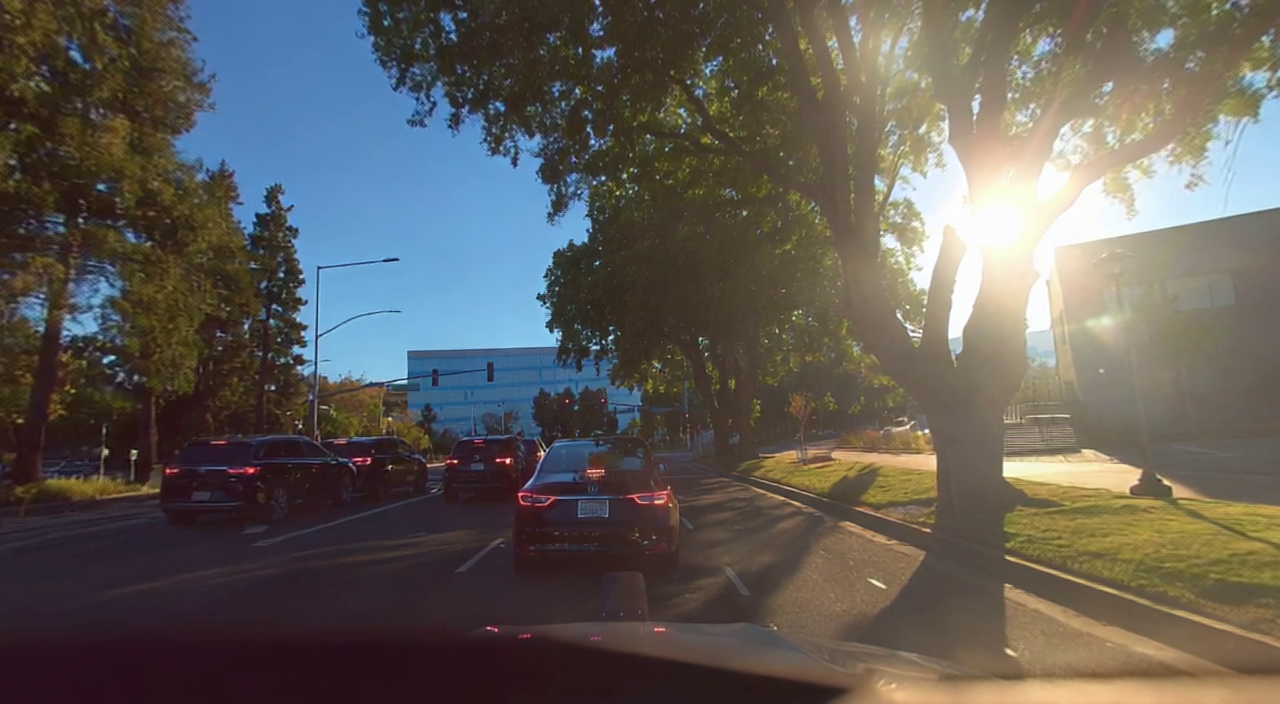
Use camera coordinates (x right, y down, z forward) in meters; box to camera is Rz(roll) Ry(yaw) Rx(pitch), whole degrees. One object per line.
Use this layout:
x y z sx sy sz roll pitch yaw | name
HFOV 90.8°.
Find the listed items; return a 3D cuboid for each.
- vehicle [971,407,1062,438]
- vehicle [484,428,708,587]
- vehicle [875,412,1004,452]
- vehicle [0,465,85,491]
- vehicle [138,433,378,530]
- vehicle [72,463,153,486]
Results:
26.989 5.110 45.307 5.333 1.880 2.130 -8 -9 33 | vehicle
-0.409 1.771 7.998 2.104 1.472 3.946 0 -9 0 | vehicle
13.928 3.771 29.589 4.975 1.809 1.956 0 -9 1 | vehicle
-36.628 7.622 38.320 4.093 1.440 1.804 0 -9 -1 | vehicle
-7.270 2.485 12.705 2.096 1.593 4.288 0 -9 0 | vehicle
-36.380 8.441 43.638 3.918 1.423 1.861 0 -9 1 | vehicle
